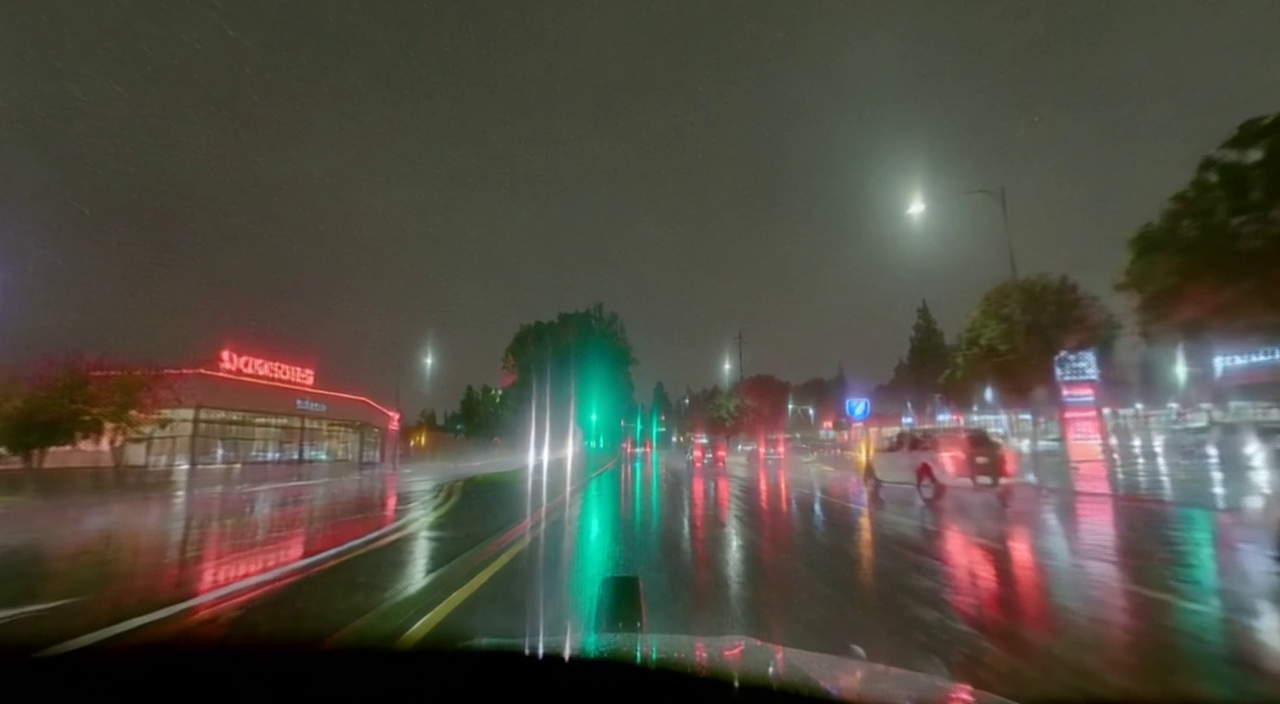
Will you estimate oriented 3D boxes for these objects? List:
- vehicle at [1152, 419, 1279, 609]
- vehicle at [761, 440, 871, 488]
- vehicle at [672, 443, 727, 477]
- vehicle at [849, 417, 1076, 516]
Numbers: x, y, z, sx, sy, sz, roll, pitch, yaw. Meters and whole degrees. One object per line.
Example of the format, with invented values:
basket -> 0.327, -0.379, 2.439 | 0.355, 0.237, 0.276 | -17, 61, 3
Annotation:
vehicle -> 6.147, 1.087, 3.706 | 2.150, 1.485, 4.919 | 0, -8, 0
vehicle -> 6.028, 3.884, 22.312 | 2.072, 1.491, 4.753 | 1, -8, -6
vehicle -> 2.743, 5.099, 30.162 | 2.099, 1.463, 4.365 | 0, -8, -1
vehicle -> 6.883, 2.511, 14.360 | 2.268, 1.822, 5.038 | 0, -8, -3
